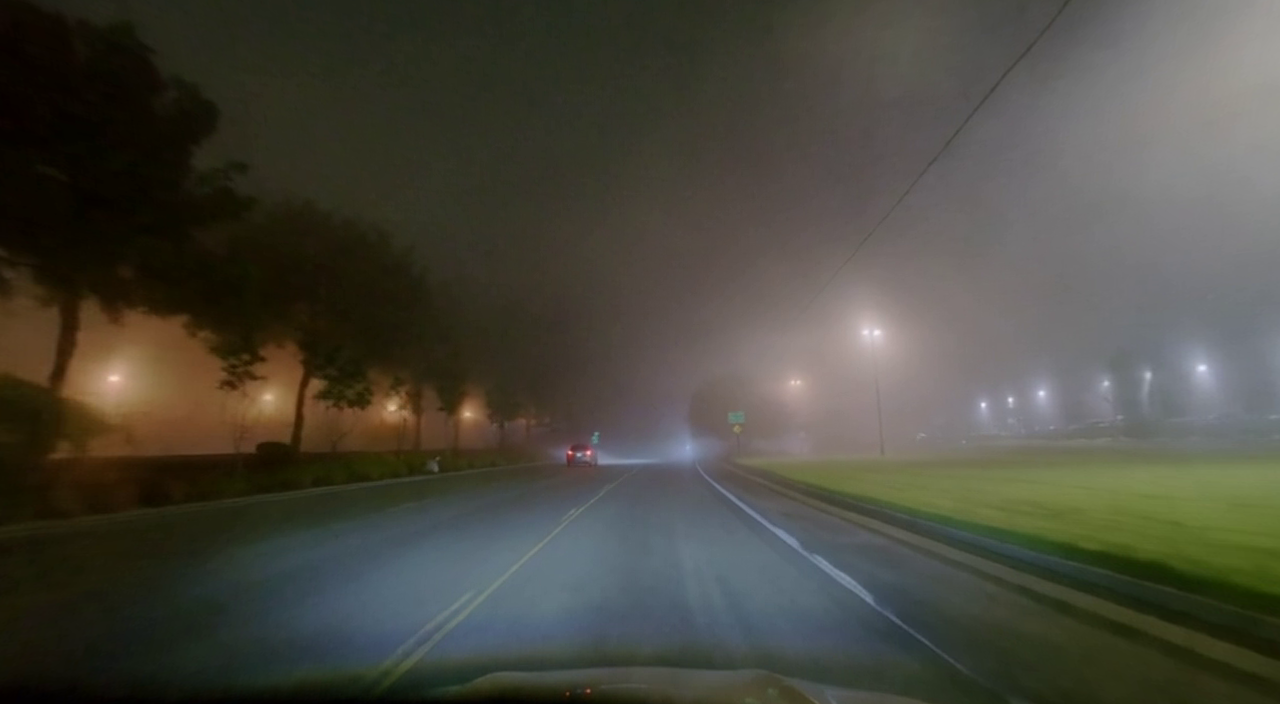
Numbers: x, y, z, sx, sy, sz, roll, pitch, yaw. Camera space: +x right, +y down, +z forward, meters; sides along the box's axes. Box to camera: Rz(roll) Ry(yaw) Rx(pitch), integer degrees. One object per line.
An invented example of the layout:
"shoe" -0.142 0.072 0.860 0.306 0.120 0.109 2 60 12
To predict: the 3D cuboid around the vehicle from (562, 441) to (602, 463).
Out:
"vehicle" -4.027 7.022 44.364 1.945 1.461 4.605 -1 -8 5
